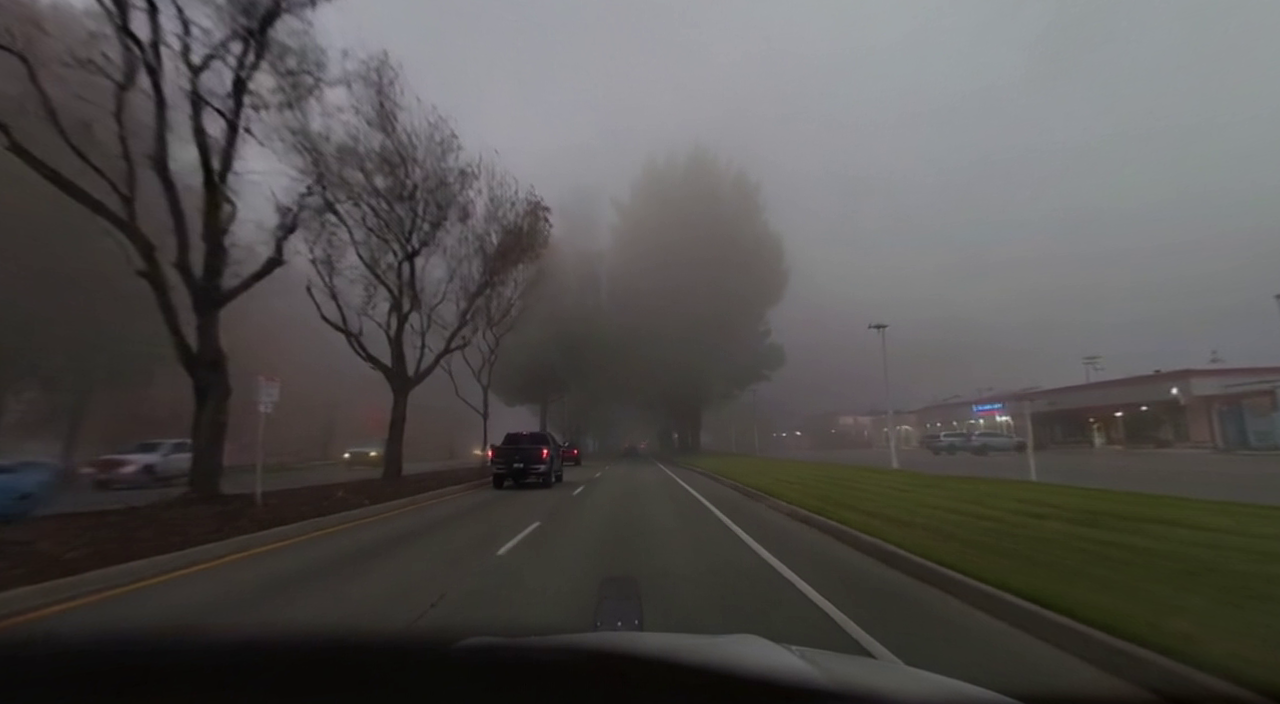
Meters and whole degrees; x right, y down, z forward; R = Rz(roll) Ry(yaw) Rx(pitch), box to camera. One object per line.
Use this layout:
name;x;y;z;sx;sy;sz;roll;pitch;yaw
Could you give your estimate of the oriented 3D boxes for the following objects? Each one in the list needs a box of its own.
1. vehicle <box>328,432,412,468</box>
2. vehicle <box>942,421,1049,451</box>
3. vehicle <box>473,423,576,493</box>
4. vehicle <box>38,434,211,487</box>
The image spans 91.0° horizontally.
vehicle;-16.026;5.867;37.819;2.226;1.947;5.670;0;-8;4
vehicle;26.011;6.200;46.222;6.324;1.986;2.478;-2;-9;0
vehicle;-3.276;3.157;19.130;2.065;1.790;5.417;0;-8;1
vehicle;-18.141;3.810;22.569;1.986;1.664;4.980;0;-8;-1
